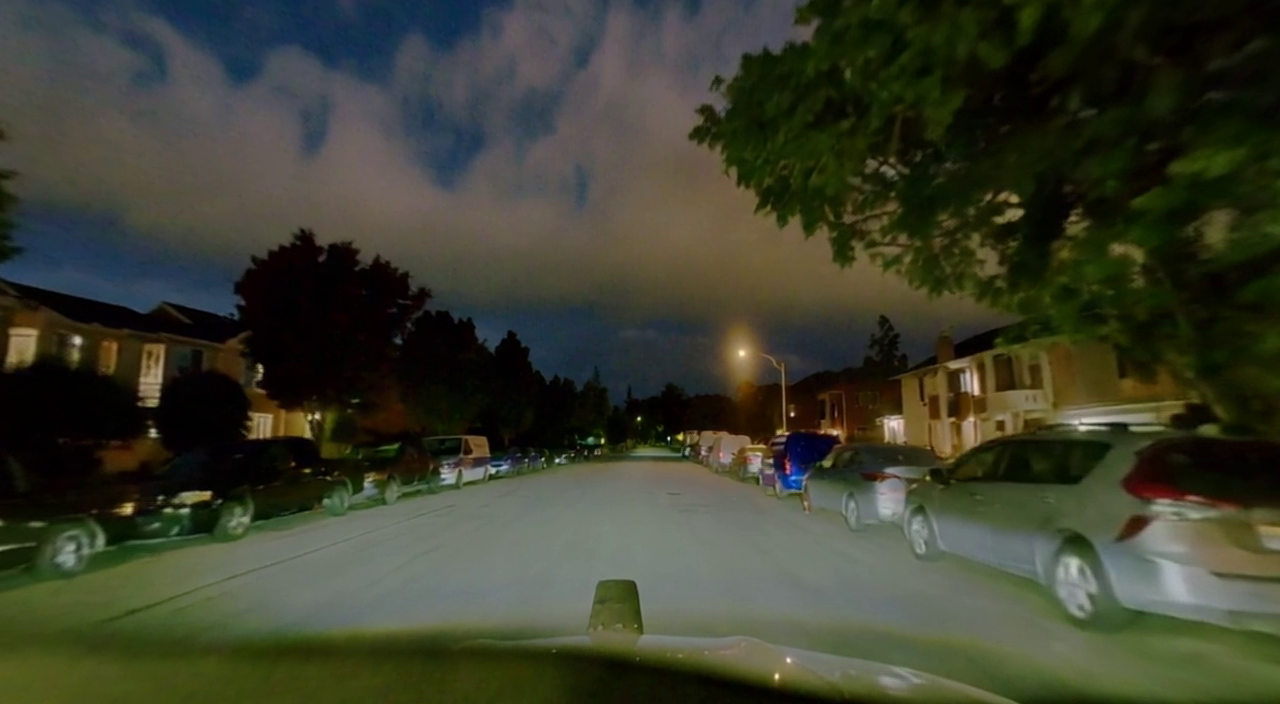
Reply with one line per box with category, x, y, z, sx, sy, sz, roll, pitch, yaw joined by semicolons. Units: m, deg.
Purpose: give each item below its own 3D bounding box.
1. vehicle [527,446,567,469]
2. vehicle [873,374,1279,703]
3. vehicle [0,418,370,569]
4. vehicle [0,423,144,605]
vehicle;-6.338;7.195;43.439;1.869;1.467;4.921;-1;-9;1
vehicle;4.003;1.333;5.595;1.903;1.714;5.092;0;-9;0
vehicle;-7.118;2.286;11.007;1.965;1.797;6.086;-3;-10;2
vehicle;-7.100;1.504;5.431;1.898;1.715;4.537;-3;-8;2
